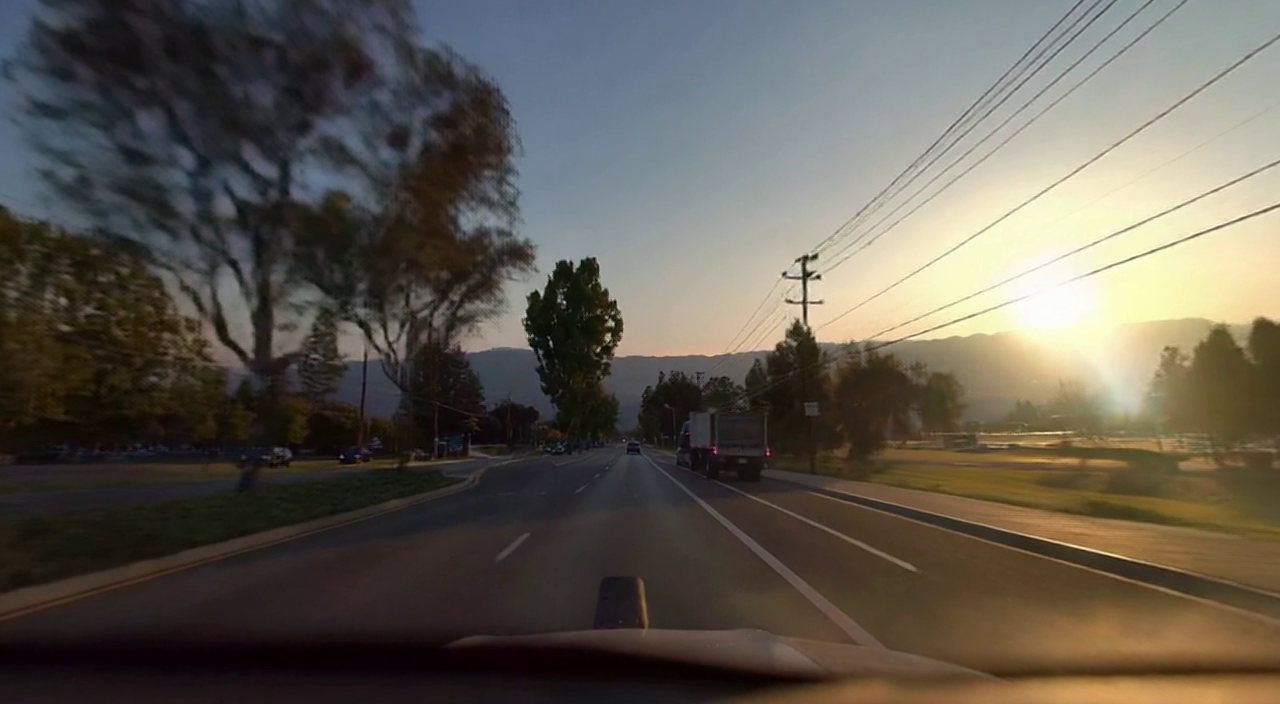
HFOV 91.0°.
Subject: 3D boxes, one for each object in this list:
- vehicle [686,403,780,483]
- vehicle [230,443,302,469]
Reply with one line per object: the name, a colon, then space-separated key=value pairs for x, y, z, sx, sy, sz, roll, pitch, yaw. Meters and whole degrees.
vehicle: x=3.662 y=3.856 z=26.609 sx=2.706 sy=2.880 sz=7.117 roll=1 pitch=-8 yaw=-1
vehicle: x=-26.025 y=7.241 z=44.021 sx=1.950 sy=1.658 sz=4.576 roll=0 pitch=-8 yaw=4
